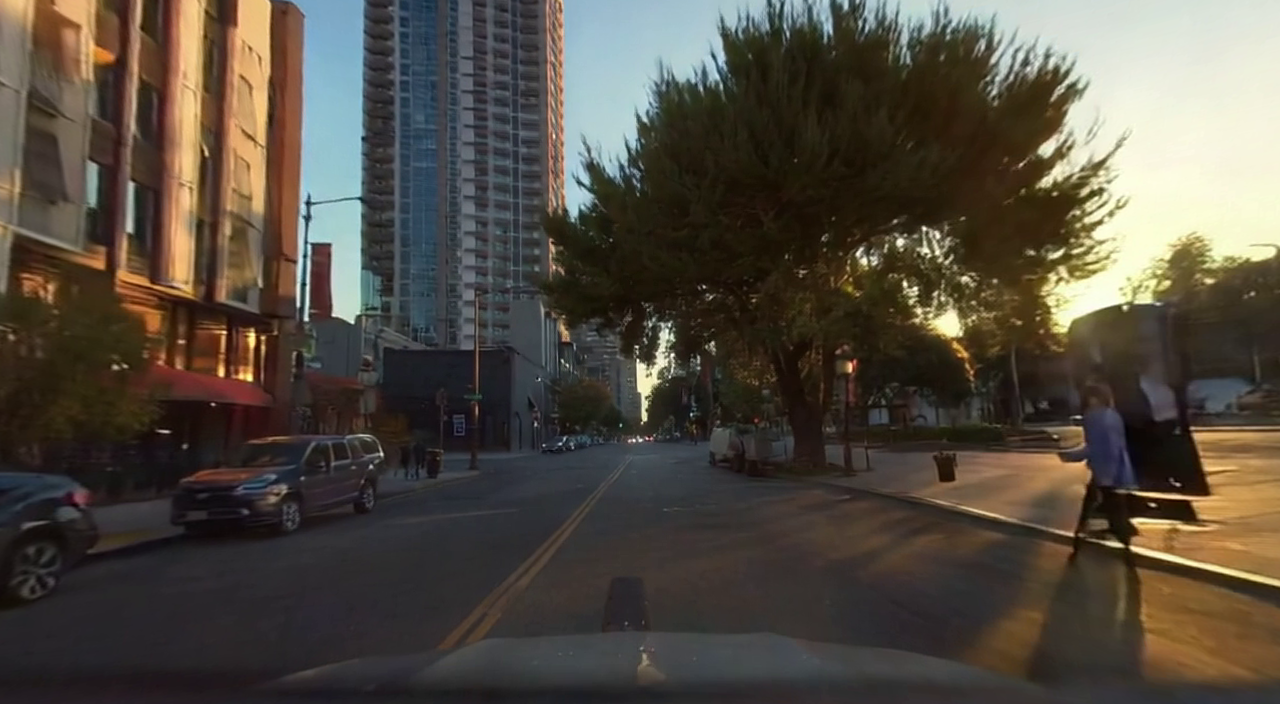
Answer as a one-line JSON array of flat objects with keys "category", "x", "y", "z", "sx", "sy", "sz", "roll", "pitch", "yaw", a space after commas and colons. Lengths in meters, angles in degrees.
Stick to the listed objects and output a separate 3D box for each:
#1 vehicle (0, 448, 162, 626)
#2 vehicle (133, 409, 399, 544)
[{"category": "vehicle", "x": -6.735, "y": 1.626, "z": 5.008, "sx": 2.270, "sy": 1.539, "sz": 4.855, "roll": -4, "pitch": -9, "yaw": -2}, {"category": "vehicle", "x": -6.668, "y": 2.272, "z": 12.127, "sx": 2.273, "sy": 1.871, "sz": 4.920, "roll": -4, "pitch": -9, "yaw": -2}]
